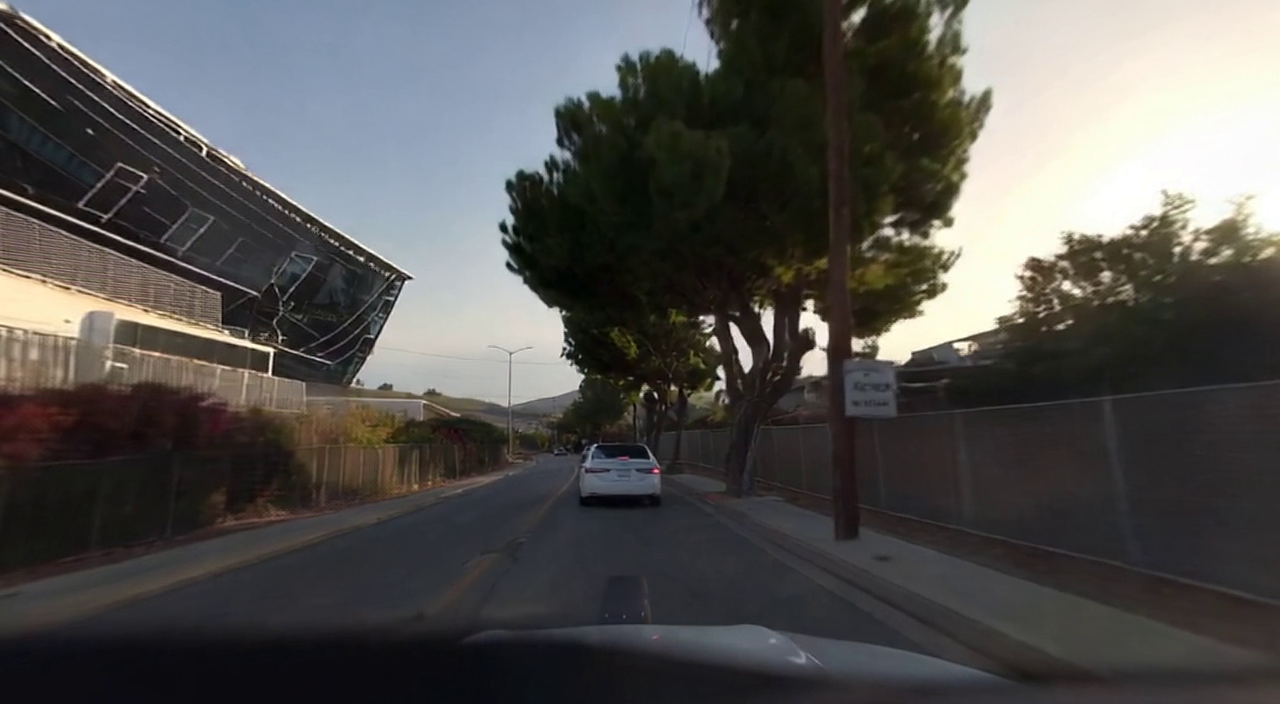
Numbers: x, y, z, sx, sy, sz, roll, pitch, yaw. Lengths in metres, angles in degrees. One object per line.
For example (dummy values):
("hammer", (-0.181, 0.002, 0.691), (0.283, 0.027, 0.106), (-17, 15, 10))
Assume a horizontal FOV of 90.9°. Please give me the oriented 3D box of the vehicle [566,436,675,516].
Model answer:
("vehicle", (-0.446, 2.624, 13.929), (2.060, 1.487, 3.920), (0, -8, -2))
